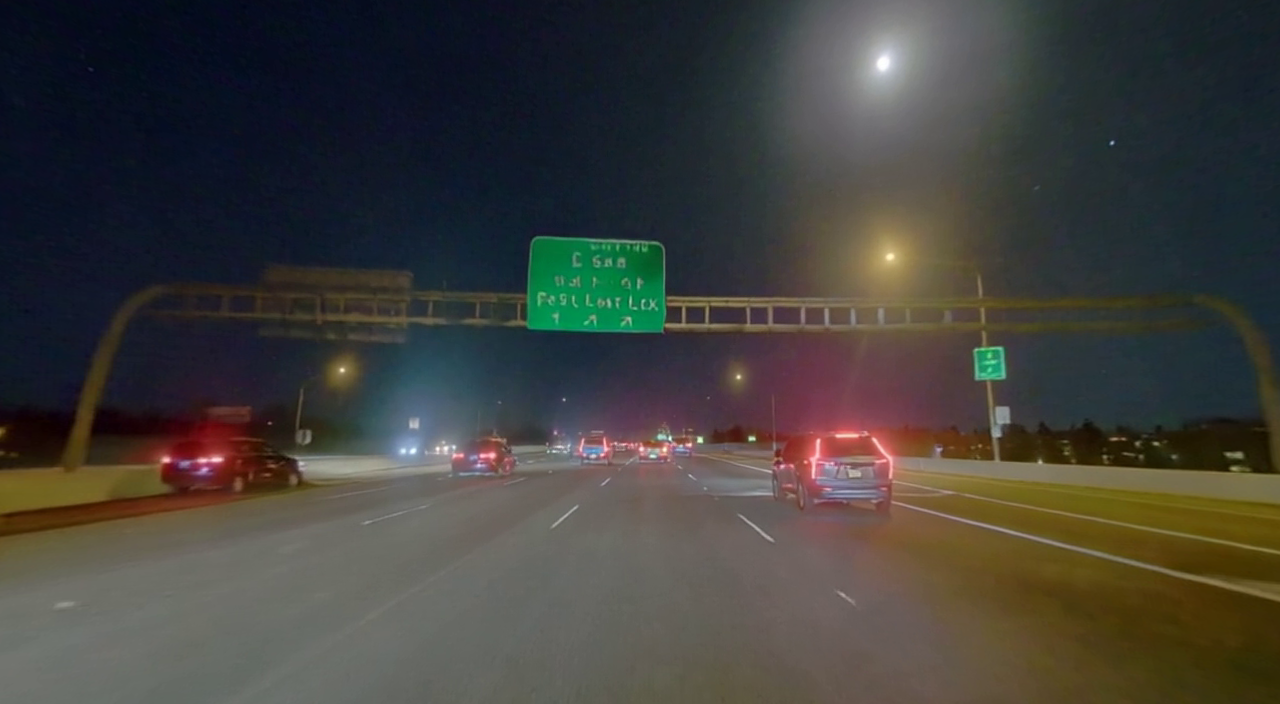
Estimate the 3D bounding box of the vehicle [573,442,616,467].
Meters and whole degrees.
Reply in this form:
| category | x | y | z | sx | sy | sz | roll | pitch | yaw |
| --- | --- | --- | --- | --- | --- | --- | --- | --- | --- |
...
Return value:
| category | x | y | z | sx | sy | sz | roll | pitch | yaw |
| --- | --- | --- | --- | --- | --- | --- | --- | --- | --- |
| vehicle | -2.680 | 6.177 | 38.103 | 2.205 | 1.406 | 4.286 | 0 | -8 | 1 |

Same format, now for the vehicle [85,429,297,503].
| category | x | y | z | sx | sy | sz | roll | pitch | yaw |
| --- | --- | --- | --- | --- | --- | --- | --- | --- | --- |
| vehicle | -11.890 | 3.038 | 17.323 | 2.076 | 1.701 | 5.093 | 0 | -8 | 0 |

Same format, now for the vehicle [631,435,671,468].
| category | x | y | z | sx | sy | sz | roll | pitch | yaw |
| --- | --- | --- | --- | --- | --- | --- | --- | --- | --- |
| vehicle | 0.662 | 5.589 | 35.594 | 2.133 | 1.739 | 3.925 | 0 | -8 | 2 |

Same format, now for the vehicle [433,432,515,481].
| category | x | y | z | sx | sy | sz | roll | pitch | yaw |
| --- | --- | --- | --- | --- | --- | --- | --- | --- | --- |
| vehicle | -6.220 | 3.968 | 24.163 | 1.946 | 1.688 | 4.019 | 0 | -8 | 1 |

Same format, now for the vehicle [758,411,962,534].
| category | x | y | z | sx | sy | sz | roll | pitch | yaw |
| --- | --- | --- | --- | --- | --- | --- | --- | --- | --- |
| vehicle | 3.708 | 2.129 | 11.737 | 2.083 | 1.823 | 4.627 | 0 | -8 | 0 |
